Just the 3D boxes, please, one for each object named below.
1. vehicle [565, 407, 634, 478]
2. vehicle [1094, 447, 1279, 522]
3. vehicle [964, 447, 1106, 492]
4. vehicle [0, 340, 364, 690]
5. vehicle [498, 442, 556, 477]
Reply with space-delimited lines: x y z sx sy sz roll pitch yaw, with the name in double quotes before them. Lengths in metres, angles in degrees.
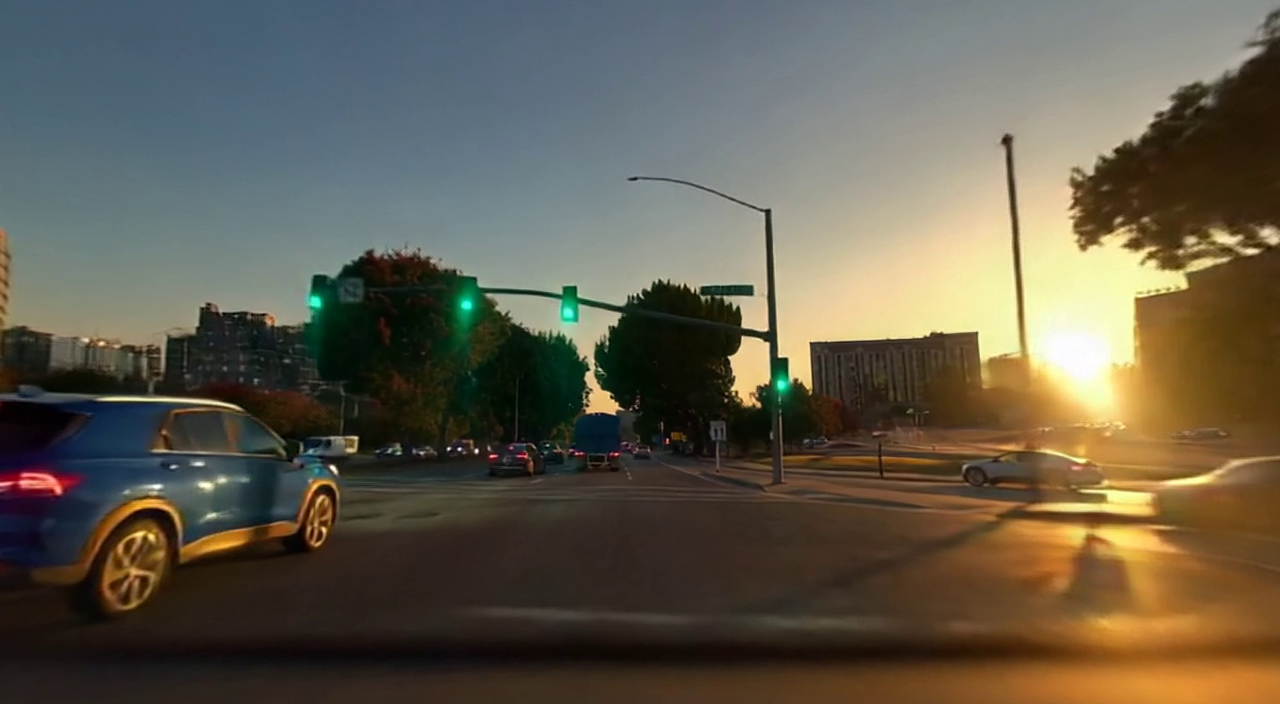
"vehicle" -1.816 4.438 30.619 2.993 3.051 6.692 0 -8 -1
"vehicle" 13.525 2.936 14.254 4.807 1.530 2.066 0 -8 -2
"vehicle" 16.576 4.875 26.457 4.720 1.685 2.140 -7 -11 38
"vehicle" -4.530 1.168 5.382 2.178 1.826 4.933 0 -8 -2
"vehicle" -5.130 4.945 29.070 2.023 1.483 4.143 0 -8 -2
